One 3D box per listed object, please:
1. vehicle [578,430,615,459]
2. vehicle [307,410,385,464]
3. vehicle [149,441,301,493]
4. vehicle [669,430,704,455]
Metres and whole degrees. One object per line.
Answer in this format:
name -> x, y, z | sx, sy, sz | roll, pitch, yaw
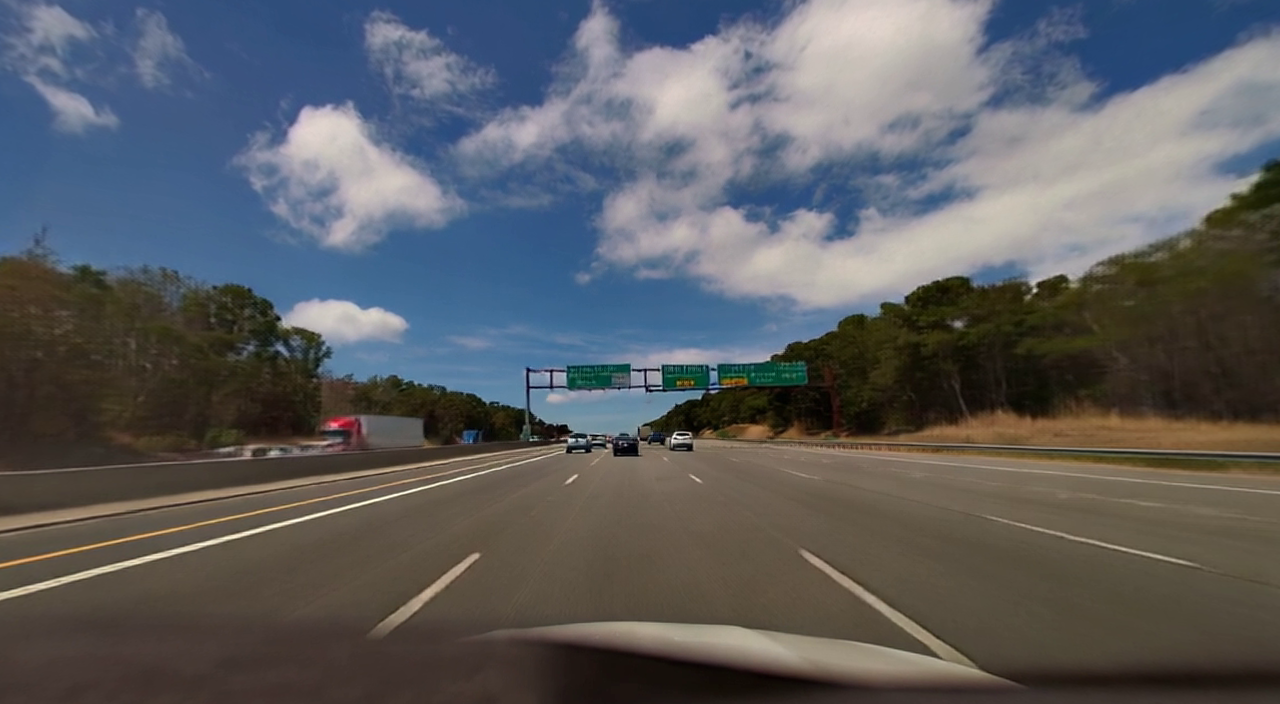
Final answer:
vehicle -> -2.593, 5.581, 38.194 | 2.119, 1.629, 3.946 | 0, -8, -2
vehicle -> -22.125, 6.439, 47.769 | 2.957, 3.789, 5.977 | 0, -8, -1
vehicle -> -13.527, 3.732, 20.914 | 1.971, 1.497, 4.539 | 0, -8, 0
vehicle -> 3.244, 6.387, 44.587 | 2.066, 1.673, 4.225 | 0, -8, -2
